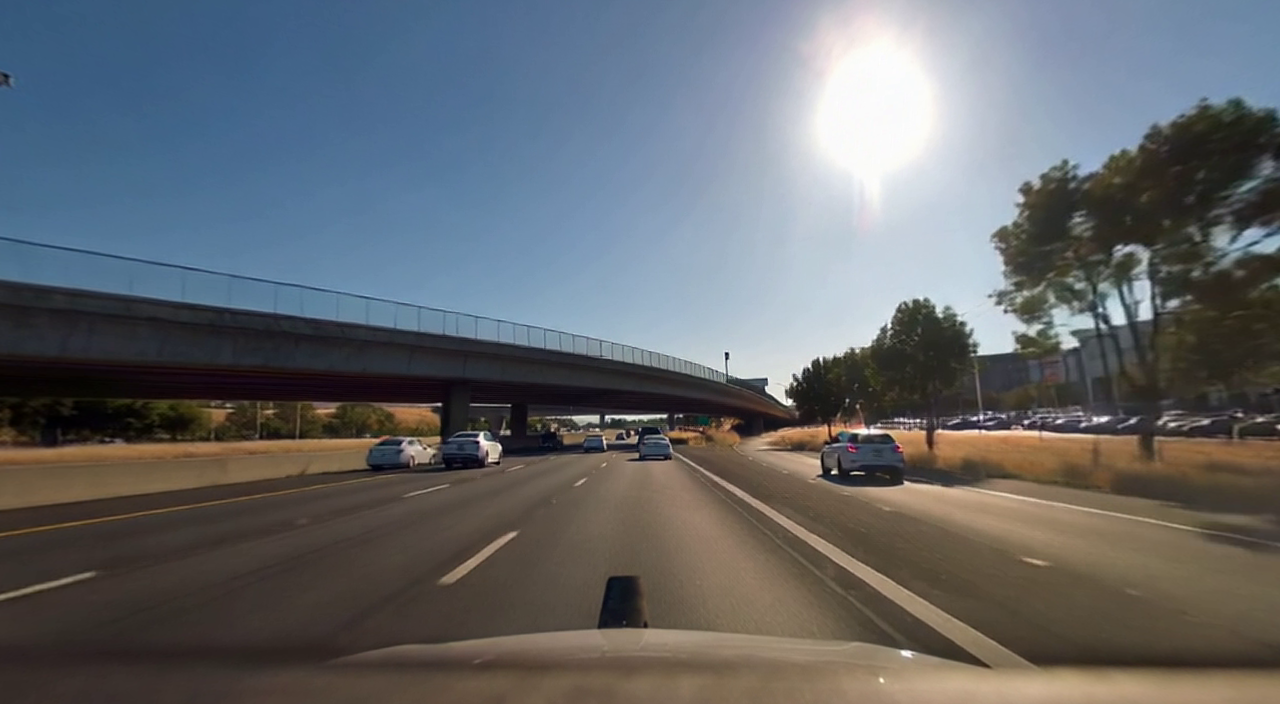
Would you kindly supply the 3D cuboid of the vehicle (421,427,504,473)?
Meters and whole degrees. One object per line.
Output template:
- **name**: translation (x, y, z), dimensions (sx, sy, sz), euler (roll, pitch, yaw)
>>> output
- **vehicle**: translation (-7.121, 3.984, 25.765), dimensions (2.067, 1.682, 4.388), euler (0, -9, 0)

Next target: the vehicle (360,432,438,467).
- **vehicle**: translation (-11.358, 4.647, 30.125), dimensions (1.858, 1.491, 4.734), euler (0, -9, 0)

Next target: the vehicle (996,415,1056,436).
- **vehicle**: translation (30.255, 5.827, 49.662), dimensions (1.926, 1.468, 5.111), euler (-1, -9, 6)

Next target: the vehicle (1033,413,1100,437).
- **vehicle**: translation (29.679, 5.139, 44.088), dimensions (1.842, 1.460, 4.810), euler (-1, -9, 8)

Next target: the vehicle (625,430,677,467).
- **vehicle**: translation (0.442, 4.320, 28.239), dimensions (2.145, 1.493, 4.146), euler (0, -9, 0)

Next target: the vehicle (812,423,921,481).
- **vehicle**: translation (7.212, 3.253, 20.695), dimensions (2.095, 1.674, 4.530), euler (0, -9, 3)

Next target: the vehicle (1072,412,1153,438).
- **vehicle**: translation (28.902, 4.523, 38.759), dimensions (1.797, 1.435, 4.566), euler (-1, -9, 6)
